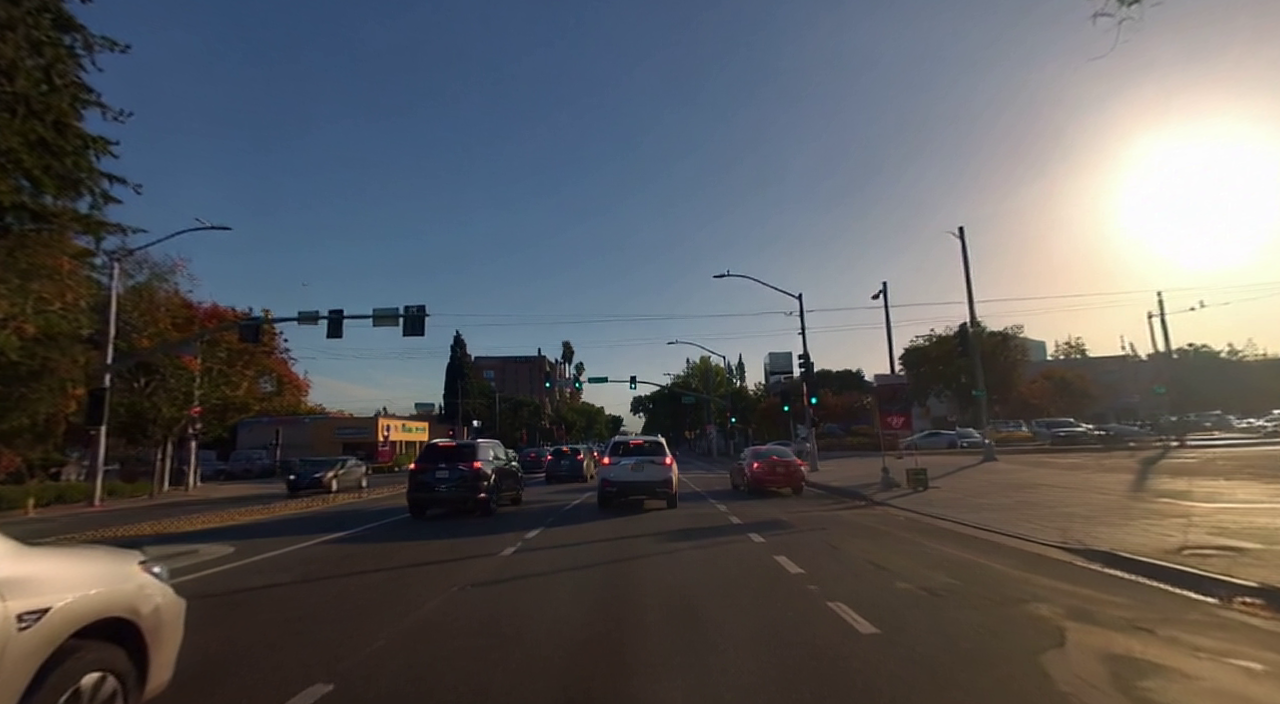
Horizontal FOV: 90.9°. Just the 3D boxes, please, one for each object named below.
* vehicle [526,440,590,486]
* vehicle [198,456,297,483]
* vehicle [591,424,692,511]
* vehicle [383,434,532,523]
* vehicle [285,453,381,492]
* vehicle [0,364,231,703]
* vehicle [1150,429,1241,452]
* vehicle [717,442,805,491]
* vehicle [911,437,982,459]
[{"bbox_3d":[-3.197,4.385,25.226,1.894,1.642,3.861,0,-8,2],"label":"vehicle"},{"bbox_3d":[-29.566,8.845,47.689,2.021,1.802,5.987,-5,-10,31],"label":"vehicle"},{"bbox_3d":[0.060,2.685,15.077,2.075,1.770,4.018,0,-8,1],"label":"vehicle"},{"bbox_3d":[-3.728,2.641,13.749,1.886,1.599,4.247,0,-8,1],"label":"vehicle"},{"bbox_3d":[-14.524,5.681,30.173,2.115,1.654,4.727,0,-8,2],"label":"vehicle"},{"bbox_3d":[-3.323,0.706,1.209,1.975,1.624,4.481,0,-8,1],"label":"vehicle"},{"bbox_3d":[38.588,6.178,43.887,4.169,1.475,2.059,-3,-9,17],"label":"vehicle"},{"bbox_3d":[3.946,3.813,21.407,1.986,1.457,4.566,0,-8,-1],"label":"vehicle"},{"bbox_3d":[23.106,7.256,47.674,4.361,1.478,1.909,-4,-9,10],"label":"vehicle"}]
